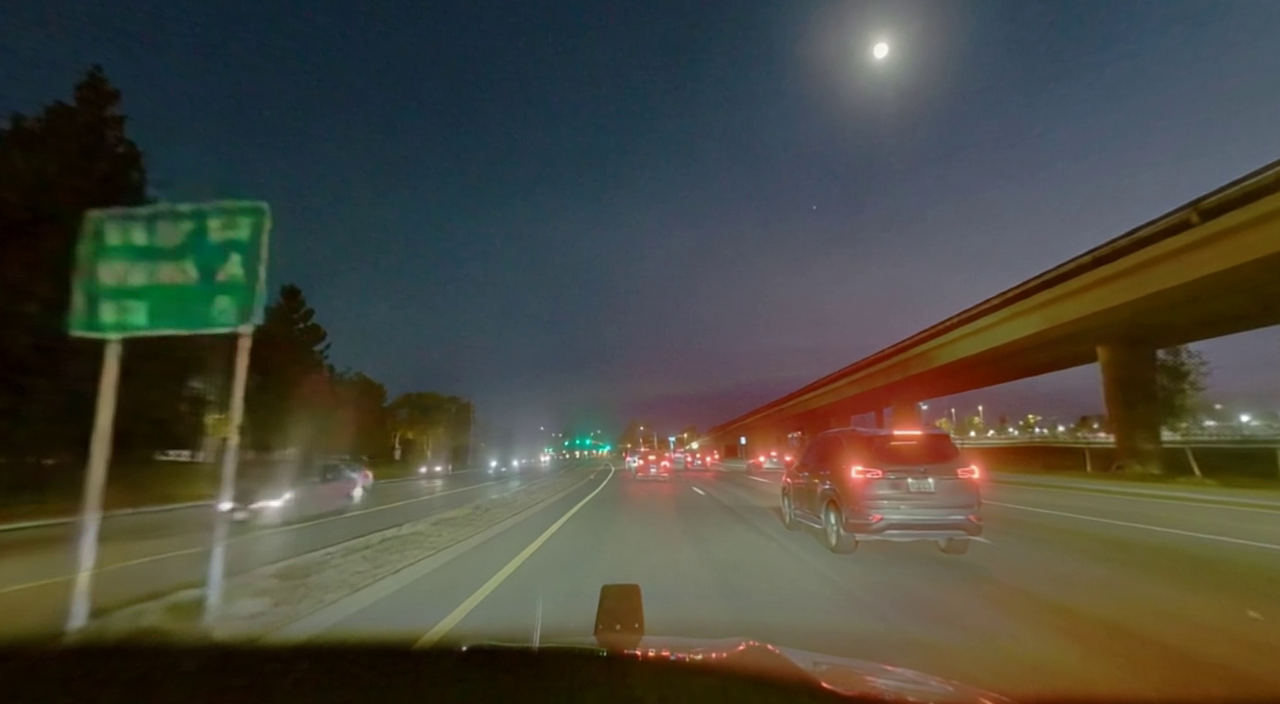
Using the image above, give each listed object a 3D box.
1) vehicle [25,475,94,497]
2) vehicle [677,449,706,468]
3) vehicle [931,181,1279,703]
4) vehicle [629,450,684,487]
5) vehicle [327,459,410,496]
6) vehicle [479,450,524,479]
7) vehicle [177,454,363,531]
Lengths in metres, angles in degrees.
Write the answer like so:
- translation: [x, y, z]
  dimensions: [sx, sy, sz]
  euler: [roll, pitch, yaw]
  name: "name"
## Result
- translation: [-43.467, 10.010, 47.318]
  dimensions: [3.608, 1.417, 1.601]
  euler: [1, -9, 5]
  name: "vehicle"
- translation: [4.021, 8.397, 49.979]
  dimensions: [1.962, 1.431, 4.205]
  euler: [0, -8, 1]
  name: "vehicle"
- translation: [3.527, 0.589, 2.285]
  dimensions: [2.588, 2.321, 4.927]
  euler: [0, -8, 1]
  name: "vehicle"
- translation: [0.624, 4.609, 25.349]
  dimensions: [2.027, 1.341, 3.775]
  euler: [0, -8, 0]
  name: "vehicle"
- translation: [-12.168, 5.610, 28.623]
  dimensions: [1.798, 1.434, 4.356]
  euler: [-1, -9, 0]
  name: "vehicle"
- translation: [-8.631, 7.054, 39.746]
  dimensions: [1.897, 1.663, 3.838]
  euler: [0, -8, 1]
  name: "vehicle"
- translation: [-8.350, 3.161, 14.780]
  dimensions: [1.858, 1.494, 4.034]
  euler: [0, -8, 0]
  name: "vehicle"
